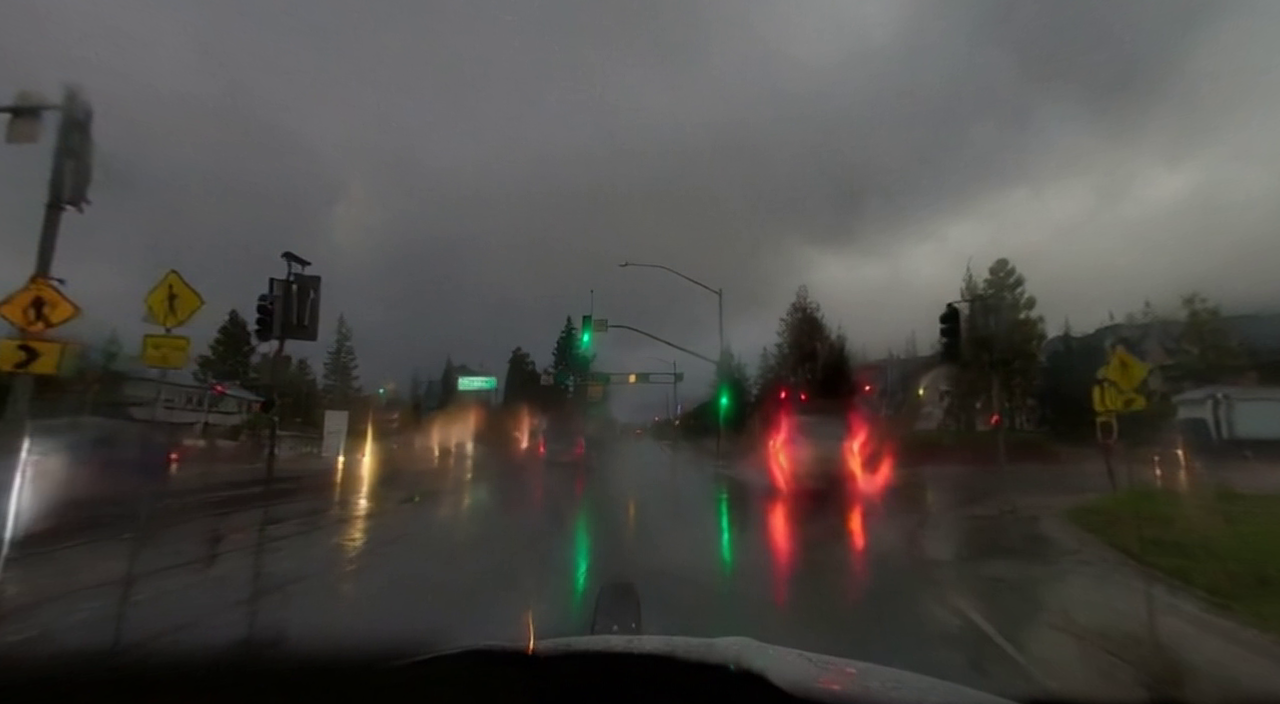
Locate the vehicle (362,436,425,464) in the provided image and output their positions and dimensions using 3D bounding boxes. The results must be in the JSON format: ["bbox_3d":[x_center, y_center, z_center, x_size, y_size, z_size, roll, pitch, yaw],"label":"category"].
[{"bbox_3d":[-13.919,5.542,35.923,1.864,1.456,4.409,0,-8,-1],"label":"vehicle"}]

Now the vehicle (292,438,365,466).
[{"bbox_3d":[-17.687,5.658,36.114,1.908,1.482,4.621,0,-8,-1],"label":"vehicle"}]

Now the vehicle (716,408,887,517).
[{"bbox_3d":[3.828,2.352,14.158,2.404,1.926,5.251,-4,-9,28],"label":"vehicle"}]

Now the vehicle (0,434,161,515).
[{"bbox_3d":[-12.922,2.499,13.369,2.027,1.482,4.711,0,-8,-2],"label":"vehicle"}]

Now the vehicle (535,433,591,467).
[{"bbox_3d":[-3.577,4.633,30.207,2.004,1.482,4.799,0,-8,1],"label":"vehicle"}]
